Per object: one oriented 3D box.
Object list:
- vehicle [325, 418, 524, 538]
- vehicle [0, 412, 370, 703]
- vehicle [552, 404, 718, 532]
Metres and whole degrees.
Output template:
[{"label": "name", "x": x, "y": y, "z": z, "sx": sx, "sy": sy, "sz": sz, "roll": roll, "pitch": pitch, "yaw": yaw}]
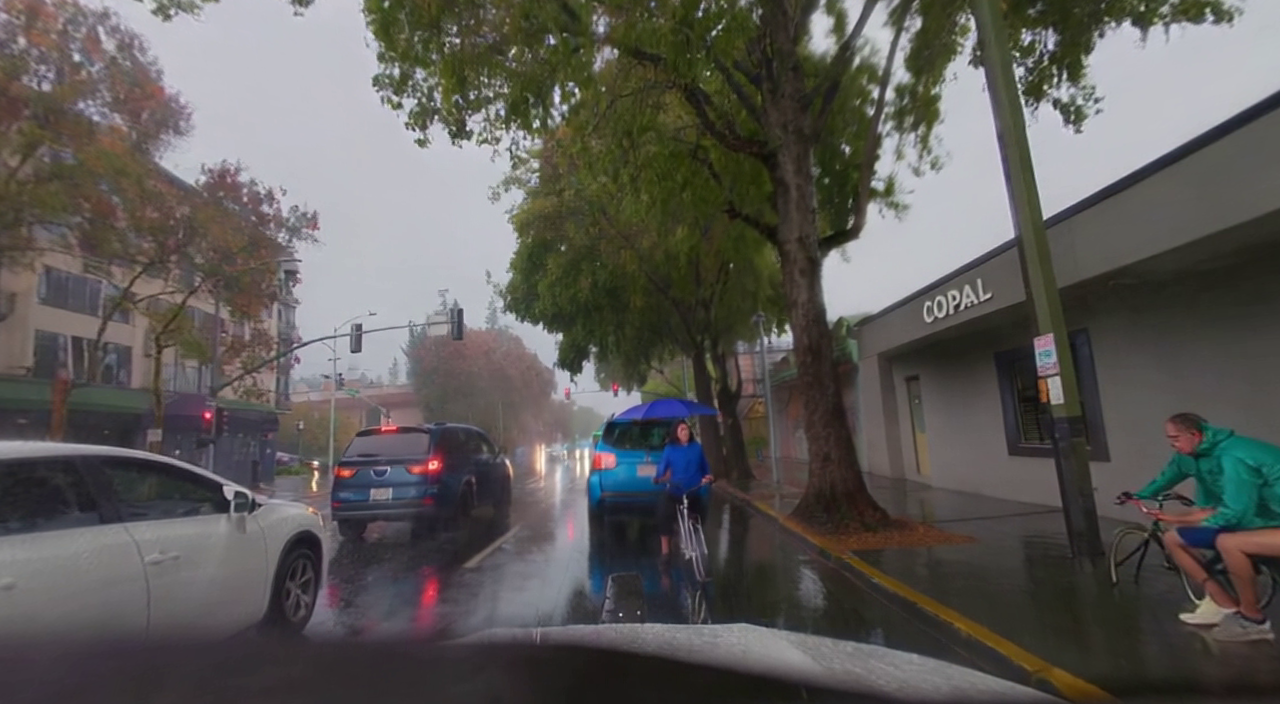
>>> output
[{"label": "vehicle", "x": -3.602, "y": 2.198, "z": 11.611, "sx": 2.046, "sy": 1.750, "sz": 4.452, "roll": 0, "pitch": -9, "yaw": 0}, {"label": "vehicle", "x": -3.558, "y": 1.172, "z": 3.697, "sx": 2.064, "sy": 1.486, "sz": 4.140, "roll": 0, "pitch": -9, "yaw": 1}, {"label": "vehicle", "x": -0.114, "y": 2.086, "z": 11.878, "sx": 2.426, "sy": 1.882, "sz": 5.027, "roll": 0, "pitch": -9, "yaw": -1}]
